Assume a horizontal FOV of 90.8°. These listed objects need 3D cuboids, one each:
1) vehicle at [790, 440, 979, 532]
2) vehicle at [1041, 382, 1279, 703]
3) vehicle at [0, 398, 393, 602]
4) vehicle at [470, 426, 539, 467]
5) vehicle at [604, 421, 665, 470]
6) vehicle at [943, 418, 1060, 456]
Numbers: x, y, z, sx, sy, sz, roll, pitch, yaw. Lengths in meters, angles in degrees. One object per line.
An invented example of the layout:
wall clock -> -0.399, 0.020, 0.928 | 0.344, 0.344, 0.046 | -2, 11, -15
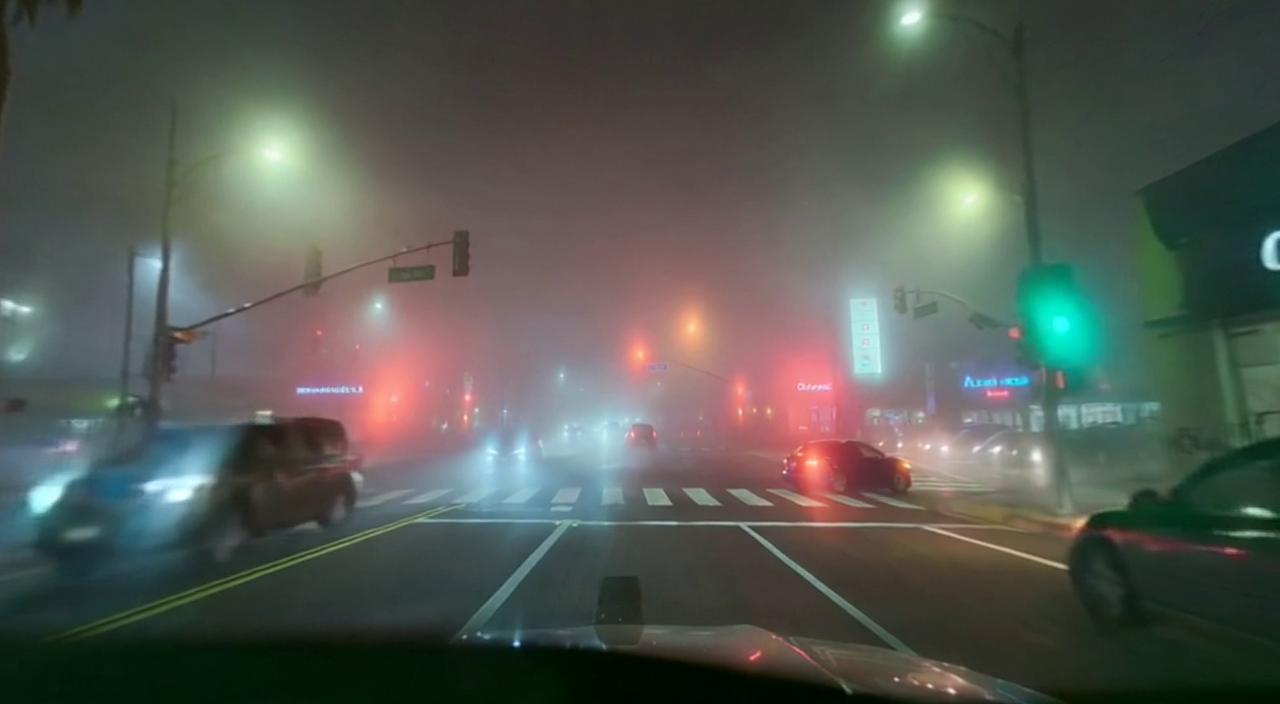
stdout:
vehicle -> 4.488, 2.509, 12.544 | 1.963, 1.449, 4.653 | 0, -8, 1
vehicle -> 4.405, 0.980, 3.079 | 2.070, 1.711, 4.480 | -1, -8, 3
vehicle -> -5.322, 1.693, 8.206 | 2.324, 1.808, 4.946 | 0, -8, -1
vehicle -> -5.954, 4.230, 28.318 | 2.040, 1.670, 4.508 | 0, -8, 0
vehicle -> -0.253, 3.833, 25.962 | 2.264, 1.798, 4.531 | 0, -8, -1
vehicle -> 17.030, 4.040, 29.932 | 4.304, 1.685, 1.947 | 0, -8, 1
